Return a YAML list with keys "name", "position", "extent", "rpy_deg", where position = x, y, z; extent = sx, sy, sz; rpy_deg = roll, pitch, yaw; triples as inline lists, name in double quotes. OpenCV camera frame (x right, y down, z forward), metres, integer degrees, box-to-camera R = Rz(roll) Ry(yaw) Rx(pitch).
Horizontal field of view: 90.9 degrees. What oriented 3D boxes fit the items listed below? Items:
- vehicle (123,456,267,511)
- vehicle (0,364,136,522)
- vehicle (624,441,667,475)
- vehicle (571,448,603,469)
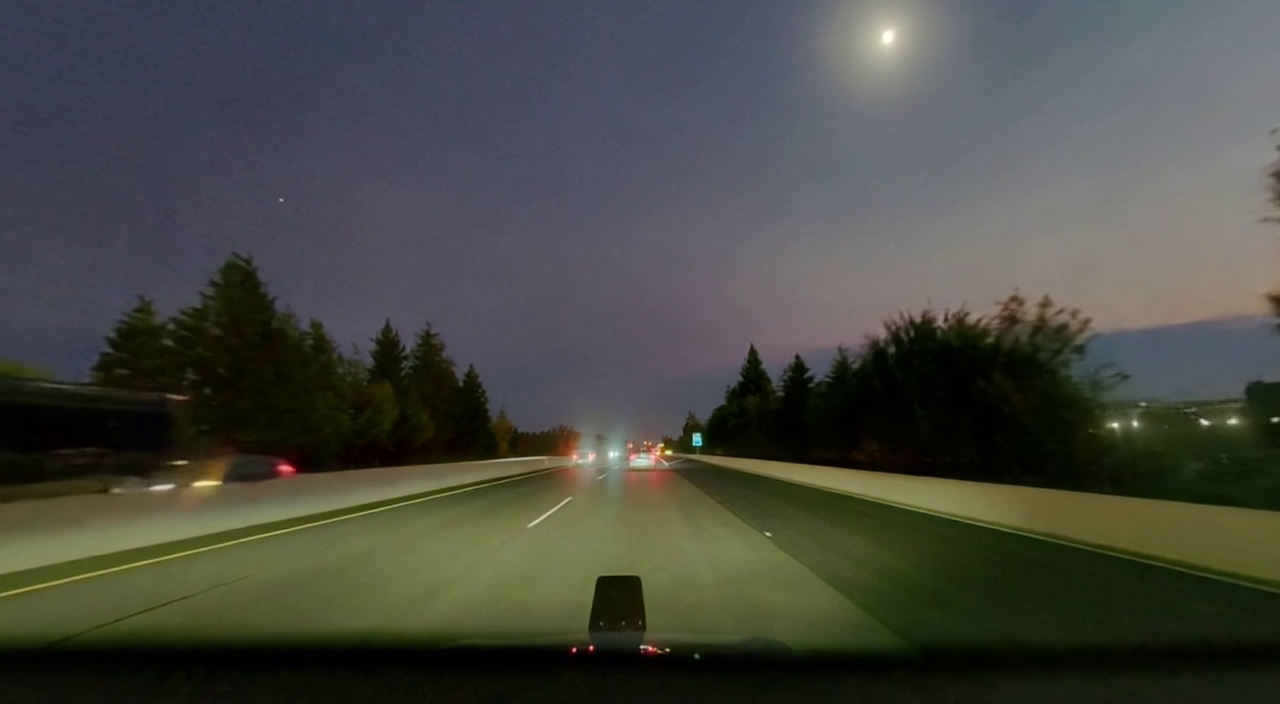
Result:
- name: "vehicle"
  position: [-12.938, 3.804, 18.599]
  extent: [1.676, 1.396, 3.459]
  rpy_deg: [0, -9, 0]
- name: "vehicle"
  position: [-17.243, 2.117, 14.676]
  extent: [2.953, 3.833, 9.571]
  rpy_deg: [0, -9, 0]
- name: "vehicle"
  position: [0.290, 5.706, 34.005]
  extent: [2.172, 1.687, 3.929]
  rpy_deg: [0, -9, 0]
- name: "vehicle"
  position: [-3.856, 7.830, 46.636]
  extent: [1.998, 1.460, 4.422]
  rpy_deg: [0, -9, 0]
